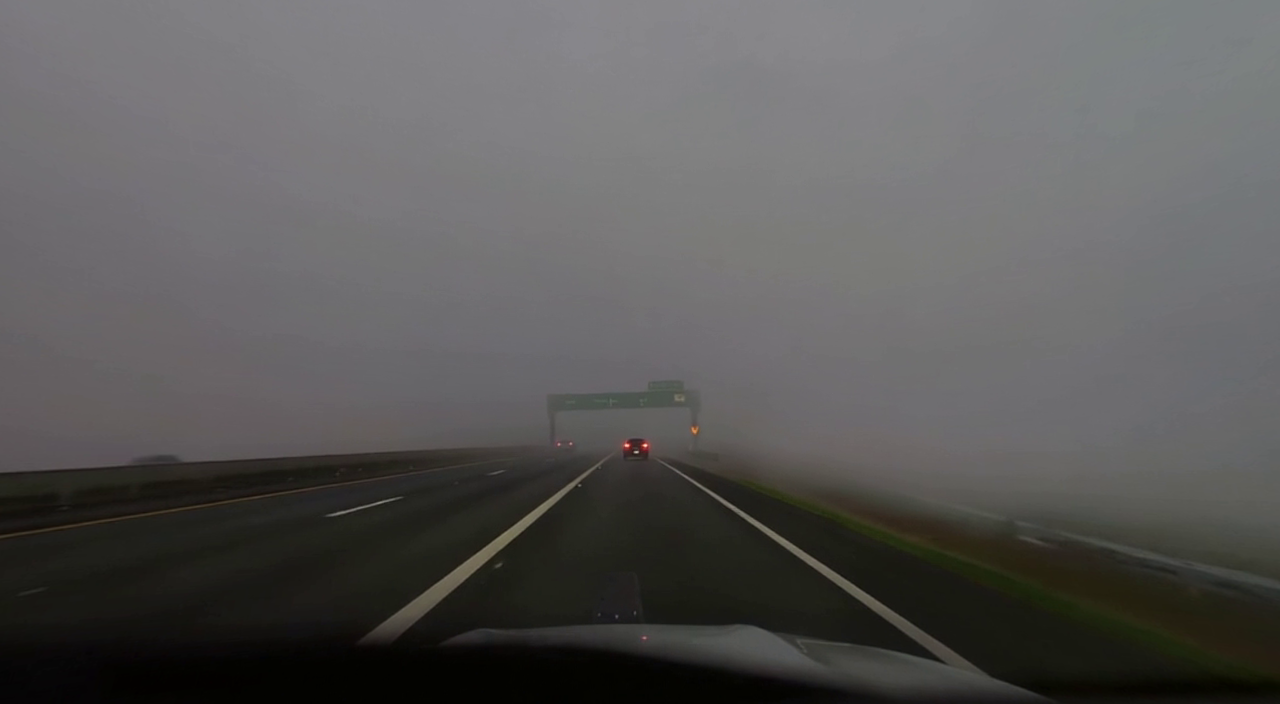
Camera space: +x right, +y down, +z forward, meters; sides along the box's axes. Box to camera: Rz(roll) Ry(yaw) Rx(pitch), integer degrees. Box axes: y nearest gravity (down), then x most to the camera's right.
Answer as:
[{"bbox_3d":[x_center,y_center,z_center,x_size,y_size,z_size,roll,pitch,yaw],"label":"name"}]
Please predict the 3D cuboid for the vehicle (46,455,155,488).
[{"bbox_3d":[-27.873,6.162,32.716,1.832,1.446,4.330,0,-8,0],"label":"vehicle"}]

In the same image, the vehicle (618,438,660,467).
[{"bbox_3d":[-0.089,5.264,33.214,2.072,1.440,3.690,0,-8,-1],"label":"vehicle"}]
